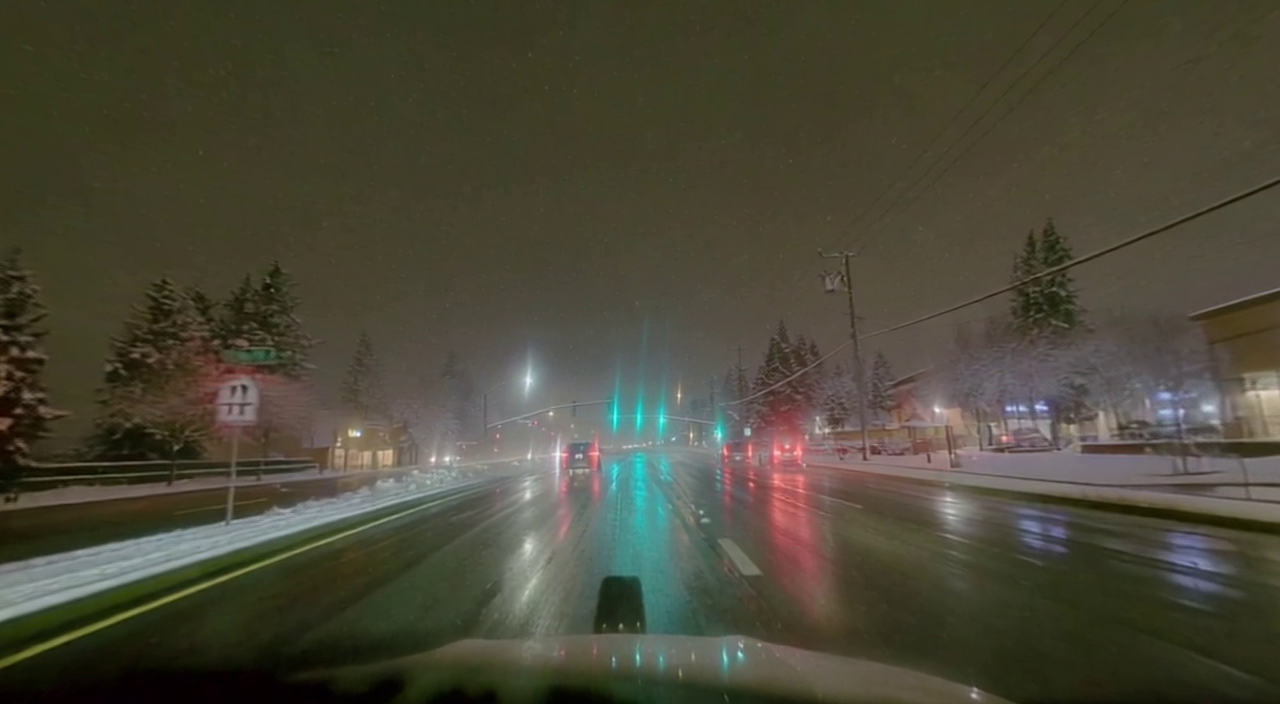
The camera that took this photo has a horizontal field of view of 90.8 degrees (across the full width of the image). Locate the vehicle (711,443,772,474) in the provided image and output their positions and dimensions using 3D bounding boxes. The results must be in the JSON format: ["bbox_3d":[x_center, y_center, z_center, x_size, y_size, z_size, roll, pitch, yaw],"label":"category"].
[{"bbox_3d":[5.221,5.540,33.187,2.075,1.475,4.571,0,-8,-5],"label":"vehicle"}]

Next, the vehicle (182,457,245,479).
[{"bbox_3d":[-32.821,8.899,48.769,1.847,1.512,4.347,0,-9,-1],"label":"vehicle"}]

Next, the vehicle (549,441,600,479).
[{"bbox_3d":[-2.883,4.857,28.791,2.072,1.545,4.578,0,-8,-3],"label":"vehicle"}]
